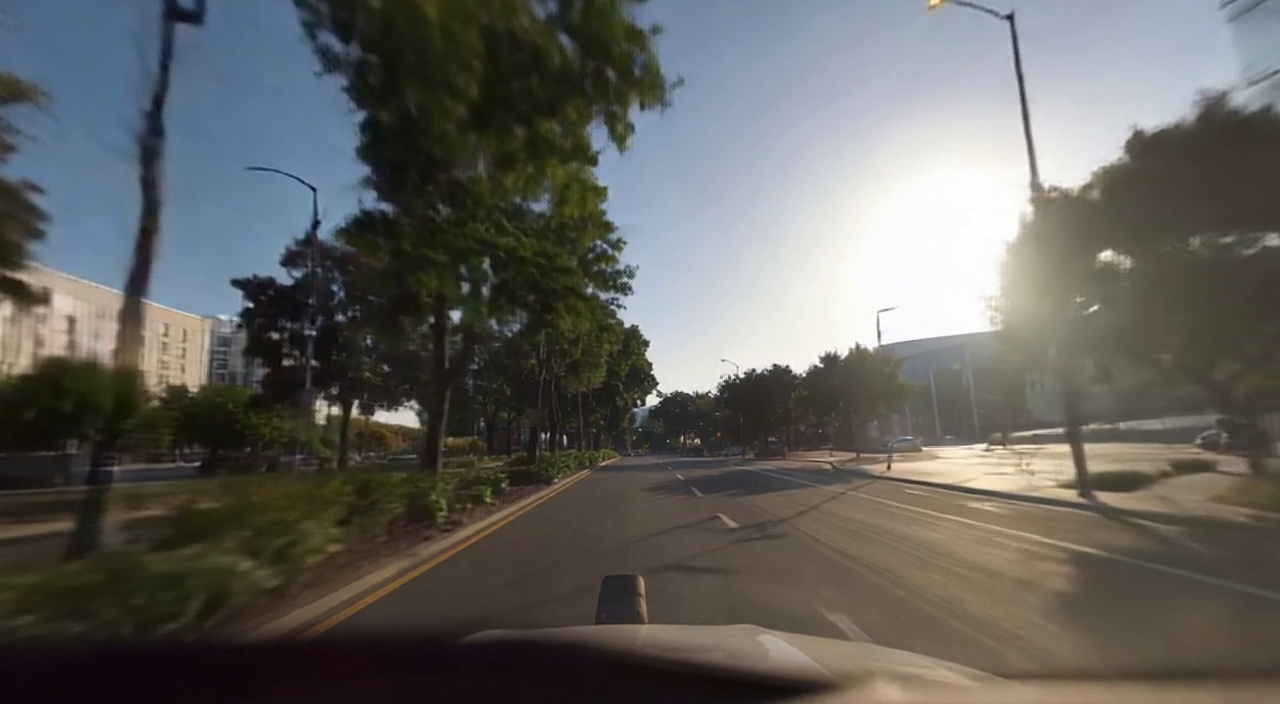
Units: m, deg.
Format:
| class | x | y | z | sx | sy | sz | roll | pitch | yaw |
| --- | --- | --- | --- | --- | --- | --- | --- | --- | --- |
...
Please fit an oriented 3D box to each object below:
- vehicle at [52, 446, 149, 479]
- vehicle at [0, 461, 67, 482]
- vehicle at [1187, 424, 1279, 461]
| class | x | y | z | sx | sy | sz | roll | pitch | yaw |
| --- | --- | --- | --- | --- | --- | --- | --- | --- | --- |
| vehicle | -39.460 | 8.101 | 46.476 | 2.265 | 2.236 | 5.627 | 0 | -9 | -2 |
| vehicle | -44.484 | 8.713 | 46.259 | 1.709 | 1.420 | 3.659 | 0 | -9 | -3 |
| vehicle | 31.793 | 4.700 | 32.852 | 4.926 | 1.804 | 2.100 | 0 | -10 | -7 |
